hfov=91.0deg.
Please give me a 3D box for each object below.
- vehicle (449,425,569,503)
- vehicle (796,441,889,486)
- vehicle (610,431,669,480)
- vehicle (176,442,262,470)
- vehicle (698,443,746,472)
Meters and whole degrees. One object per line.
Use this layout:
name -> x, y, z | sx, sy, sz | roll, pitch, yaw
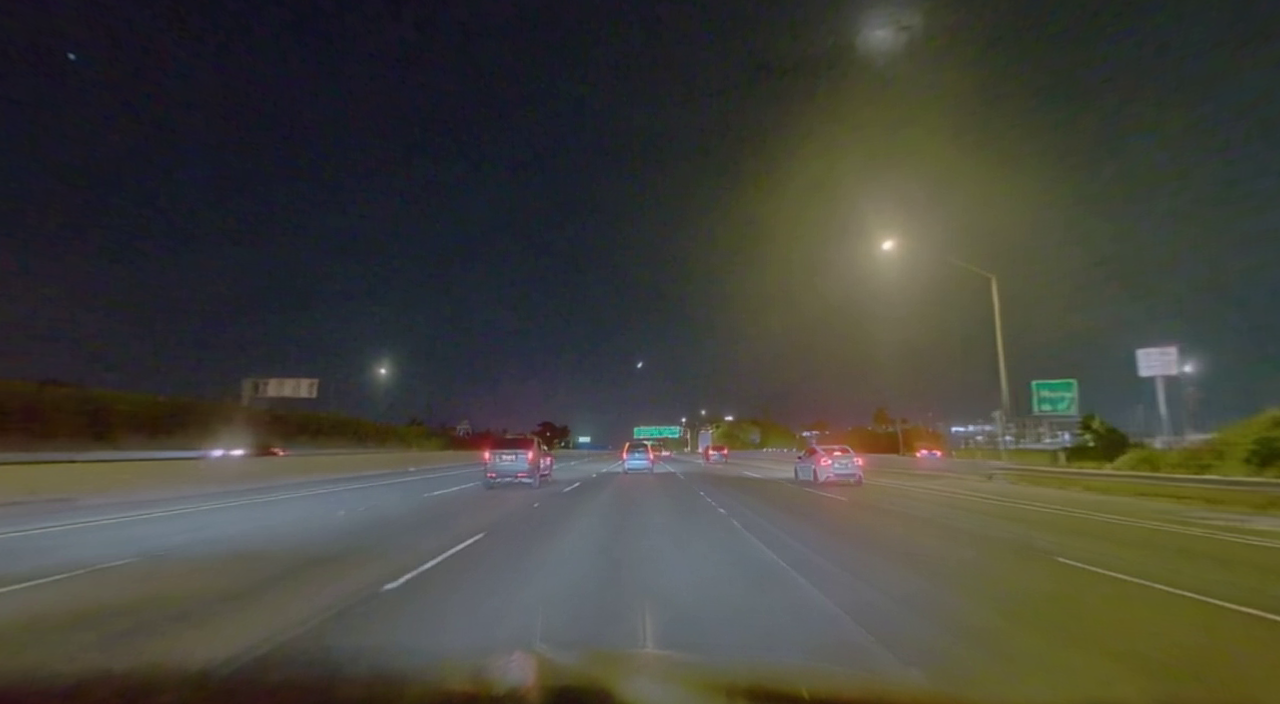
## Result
vehicle -> -3.236, 2.878, 16.556 | 2.142, 1.759, 4.297 | 0, -9, 1
vehicle -> 7.288, 4.035, 23.169 | 1.936, 1.480, 4.373 | 0, -9, 0
vehicle -> -0.009, 4.371, 26.859 | 2.270, 1.862, 4.949 | 0, -9, 1
vehicle -> -26.066, 6.427, 39.226 | 1.954, 1.612, 4.596 | -1, -9, 4
vehicle -> 4.316, 5.603, 33.690 | 2.005, 1.456, 4.287 | 0, -9, 0
